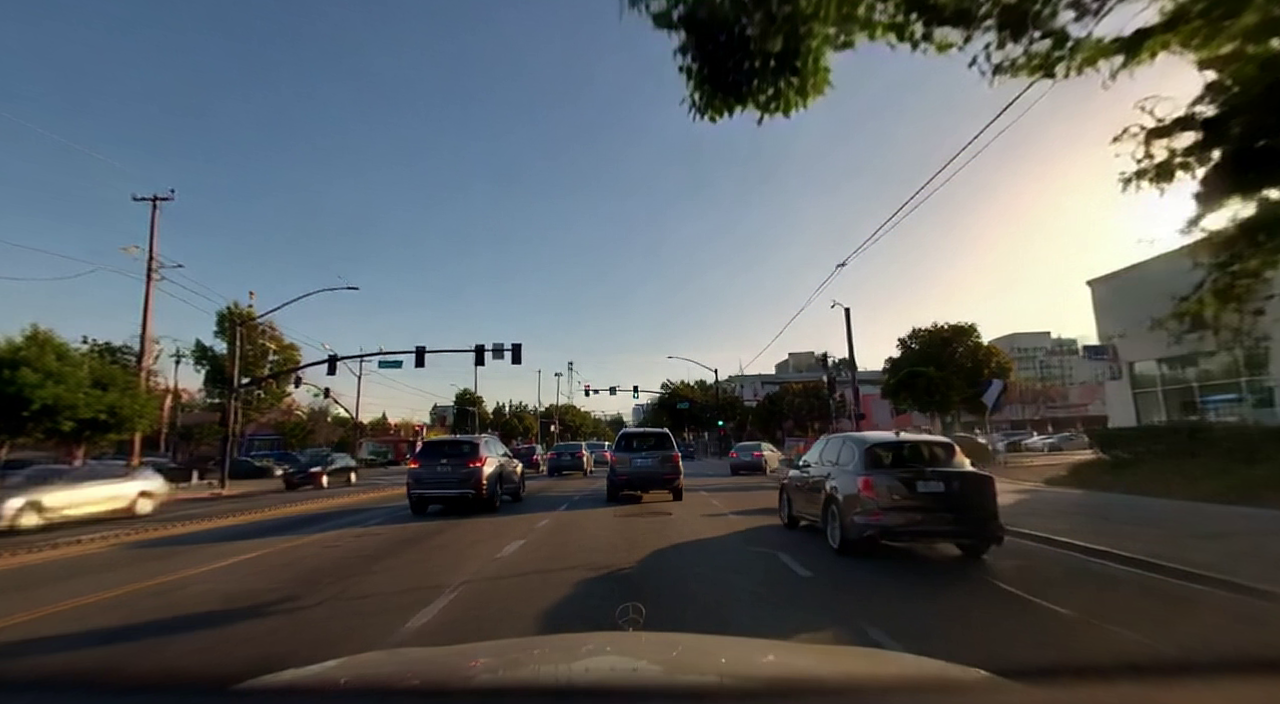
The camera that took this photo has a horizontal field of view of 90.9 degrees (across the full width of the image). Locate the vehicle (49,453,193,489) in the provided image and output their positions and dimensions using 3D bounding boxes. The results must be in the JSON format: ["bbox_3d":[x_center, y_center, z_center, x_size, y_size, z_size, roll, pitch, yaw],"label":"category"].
[{"bbox_3d":[-29.809,6.817,36.506,2.021,1.802,5.987,-5,-10,30],"label":"vehicle"}]

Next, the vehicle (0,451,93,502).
[{"bbox_3d":[-24.475,4.759,24.227,1.919,1.831,5.335,0,-8,2],"label":"vehicle"}]

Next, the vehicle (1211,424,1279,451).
[{"bbox_3d":[43.538,5.990,44.266,4.557,1.700,1.876,-5,-9,17],"label":"vehicle"}]

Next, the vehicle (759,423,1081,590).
[{"bbox_3d":[2.963,1.725,7.967,2.030,1.492,4.383,0,-8,0],"label":"vehicle"}]

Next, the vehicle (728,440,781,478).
[{"bbox_3d":[4.863,4.488,26.707,1.986,1.457,4.566,-2,-8,11],"label":"vehicle"}]

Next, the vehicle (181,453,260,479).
[{"bbox_3d":[-29.453,7.996,44.294,4.337,1.690,1.875,-2,-8,5],"label":"vehicle"}]

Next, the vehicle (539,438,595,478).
[{"bbox_3d":[-3.101,4.591,27.558,1.894,1.642,3.861,0,-8,2],"label":"vehicle"}]

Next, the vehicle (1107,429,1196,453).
[{"bbox_3d":[37.398,6.503,46.191,4.409,1.696,2.180,-2,-9,11],"label":"vehicle"}]

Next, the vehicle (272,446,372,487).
[{"bbox_3d":[-14.697,5.281,29.481,2.099,1.696,4.746,0,-8,1],"label":"vehicle"}]

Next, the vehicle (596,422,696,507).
[{"bbox_3d":[0.162,2.645,15.214,2.075,1.770,4.018,0,-8,1],"label":"vehicle"}]

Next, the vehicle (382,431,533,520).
[{"bbox_3d":[-3.695,2.568,13.655,1.886,1.599,4.247,0,-8,1],"label":"vehicle"}]
